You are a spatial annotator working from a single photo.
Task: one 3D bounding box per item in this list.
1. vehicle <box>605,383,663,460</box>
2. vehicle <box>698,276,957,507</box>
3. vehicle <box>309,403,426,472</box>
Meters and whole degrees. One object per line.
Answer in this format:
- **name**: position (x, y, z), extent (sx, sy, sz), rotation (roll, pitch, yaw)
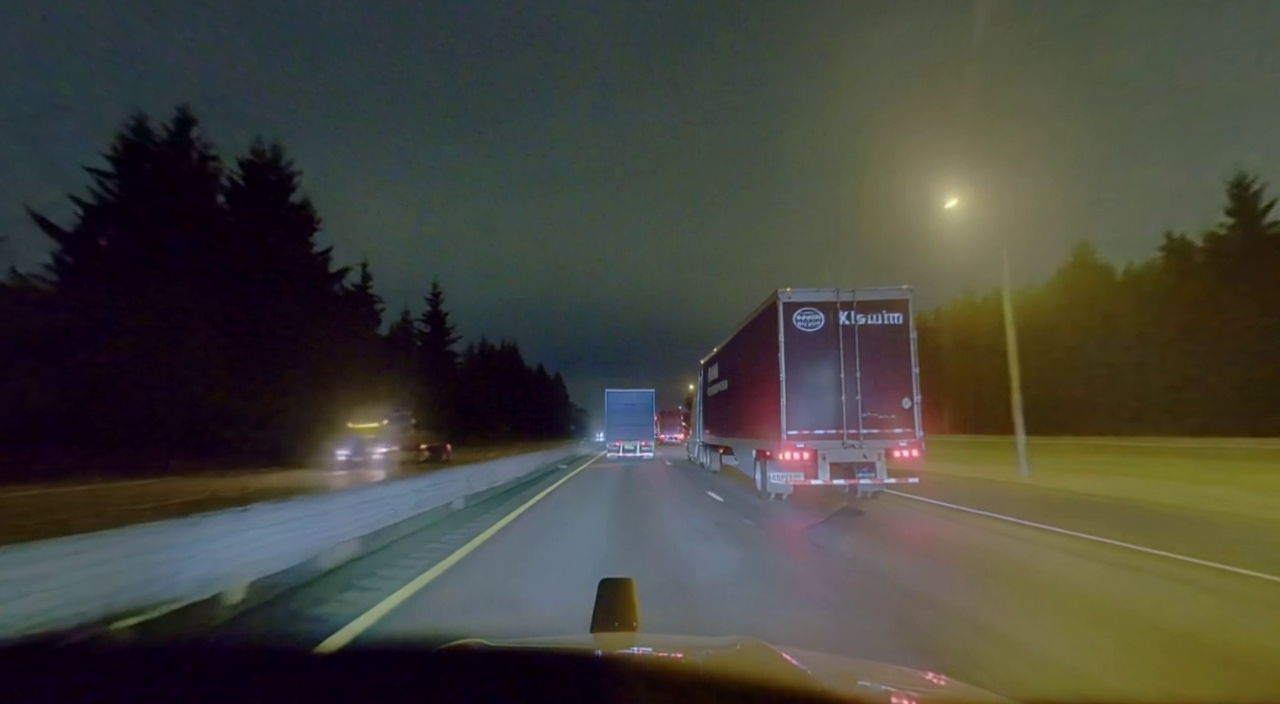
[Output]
- **vehicle**: position (-0.370, 4.254, 37.588), extent (2.958, 3.917, 10.196), rotation (0, -8, -1)
- **vehicle**: position (3.988, 1.637, 18.502), extent (2.856, 4.145, 14.500), rotation (0, -8, -1)
- **vehicle**: position (-13.099, 4.211, 31.033), extent (2.765, 2.984, 6.749), rotation (0, -8, 0)
